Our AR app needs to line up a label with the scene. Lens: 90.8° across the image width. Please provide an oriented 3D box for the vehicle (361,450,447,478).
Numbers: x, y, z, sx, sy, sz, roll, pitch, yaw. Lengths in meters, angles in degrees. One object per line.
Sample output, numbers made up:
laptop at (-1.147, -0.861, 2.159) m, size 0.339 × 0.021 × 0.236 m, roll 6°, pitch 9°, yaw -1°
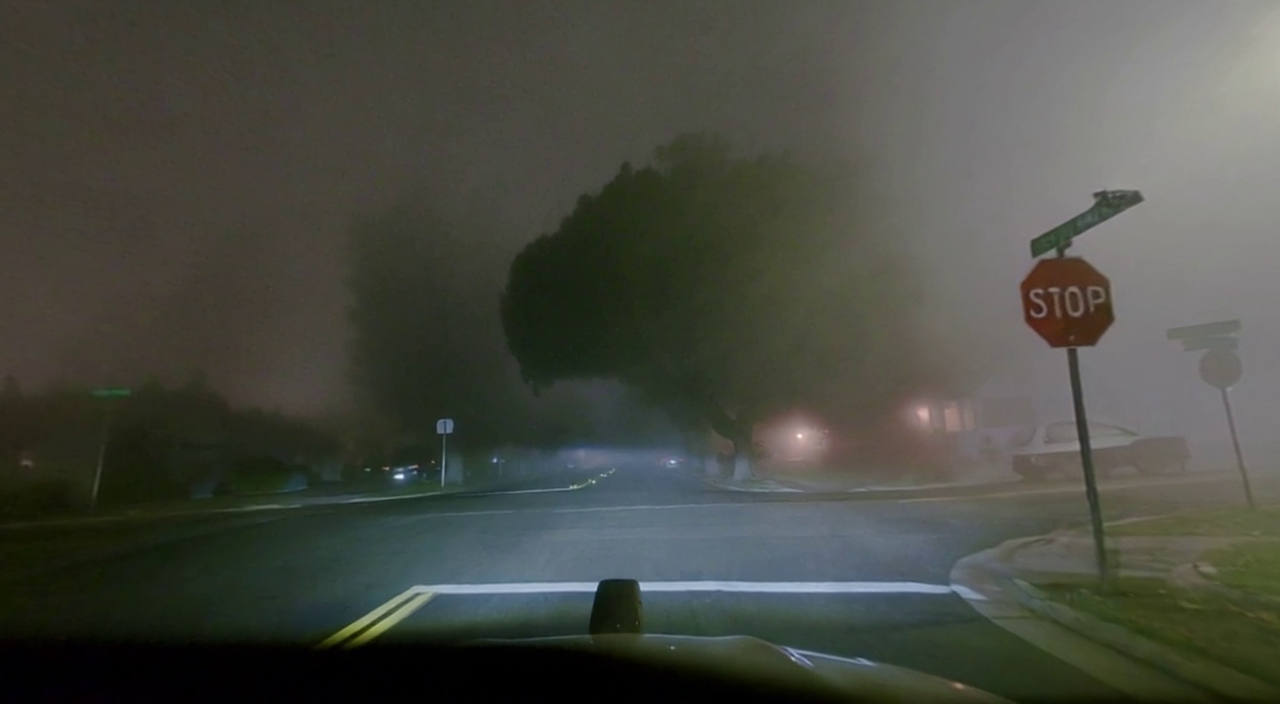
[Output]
vehicle at (-12.666, 6.026, 34.024) m, size 3.937 × 1.390 × 1.644 m, roll 0°, pitch -7°, yaw -1°

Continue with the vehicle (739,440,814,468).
vehicle at (9.063, 6.827, 41.946) m, size 4.399 × 1.537 × 1.859 m, roll 4°, pitch -20°, yaw -21°

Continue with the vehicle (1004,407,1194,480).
vehicle at (14.828, 2.983, 20.512) m, size 4.788 × 1.875 × 2.148 m, roll 1°, pitch -20°, yaw -16°

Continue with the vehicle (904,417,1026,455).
vehicle at (14.688, 3.867, 28.846) m, size 1.960 × 1.584 × 4.669 m, roll 3°, pitch -9°, yaw -24°

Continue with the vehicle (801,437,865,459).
vehicle at (13.484, 6.700, 44.084) m, size 4.032 × 1.444 × 1.747 m, roll 3°, pitch -9°, yaw -23°

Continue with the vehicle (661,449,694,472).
vehicle at (2.773, 8.160, 47.641) m, size 2.000 × 1.560 × 4.487 m, roll 0°, pitch -8°, yaw -2°
